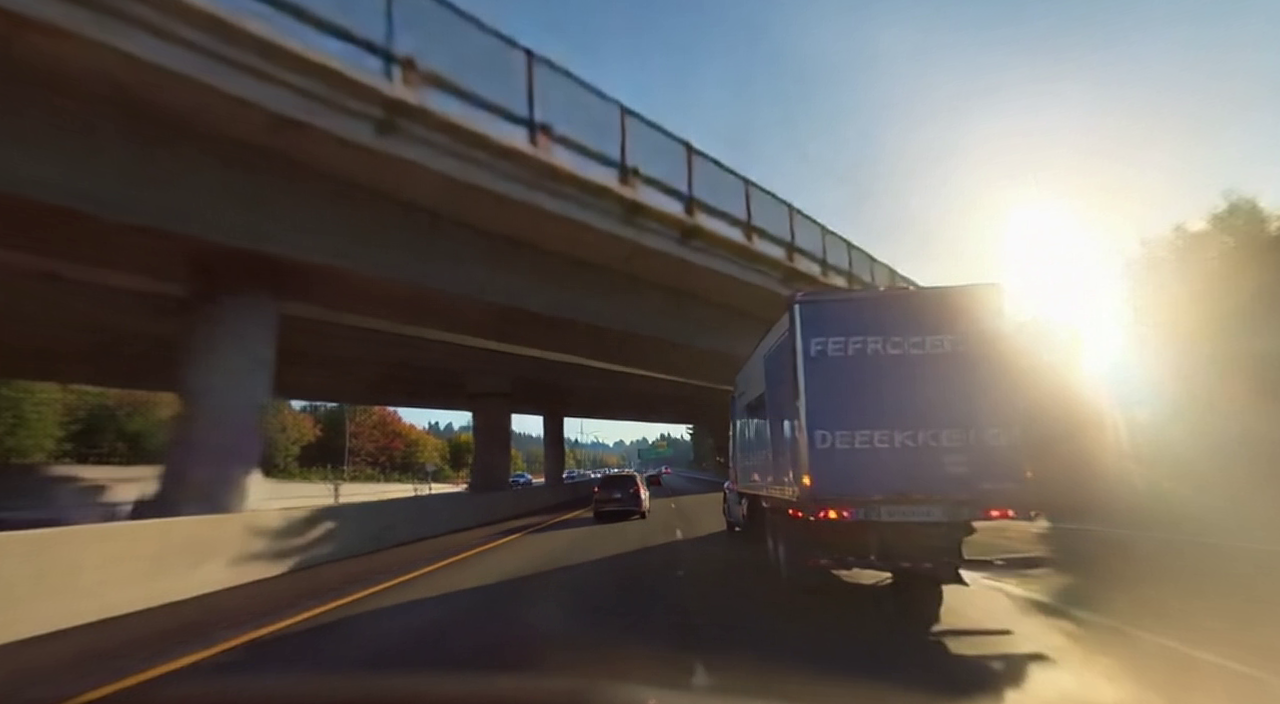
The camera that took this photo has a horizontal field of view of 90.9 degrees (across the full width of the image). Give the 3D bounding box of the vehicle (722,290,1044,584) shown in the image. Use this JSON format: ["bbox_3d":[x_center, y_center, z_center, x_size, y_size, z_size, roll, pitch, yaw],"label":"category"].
[{"bbox_3d":[3.722,1.897,12.969,2.980,3.834,9.423,0,-10,1],"label":"vehicle"}]

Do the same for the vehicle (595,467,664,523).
[{"bbox_3d":[-0.230,4.897,22.044,2.124,1.653,4.857,0,-10,2],"label":"vehicle"}]
